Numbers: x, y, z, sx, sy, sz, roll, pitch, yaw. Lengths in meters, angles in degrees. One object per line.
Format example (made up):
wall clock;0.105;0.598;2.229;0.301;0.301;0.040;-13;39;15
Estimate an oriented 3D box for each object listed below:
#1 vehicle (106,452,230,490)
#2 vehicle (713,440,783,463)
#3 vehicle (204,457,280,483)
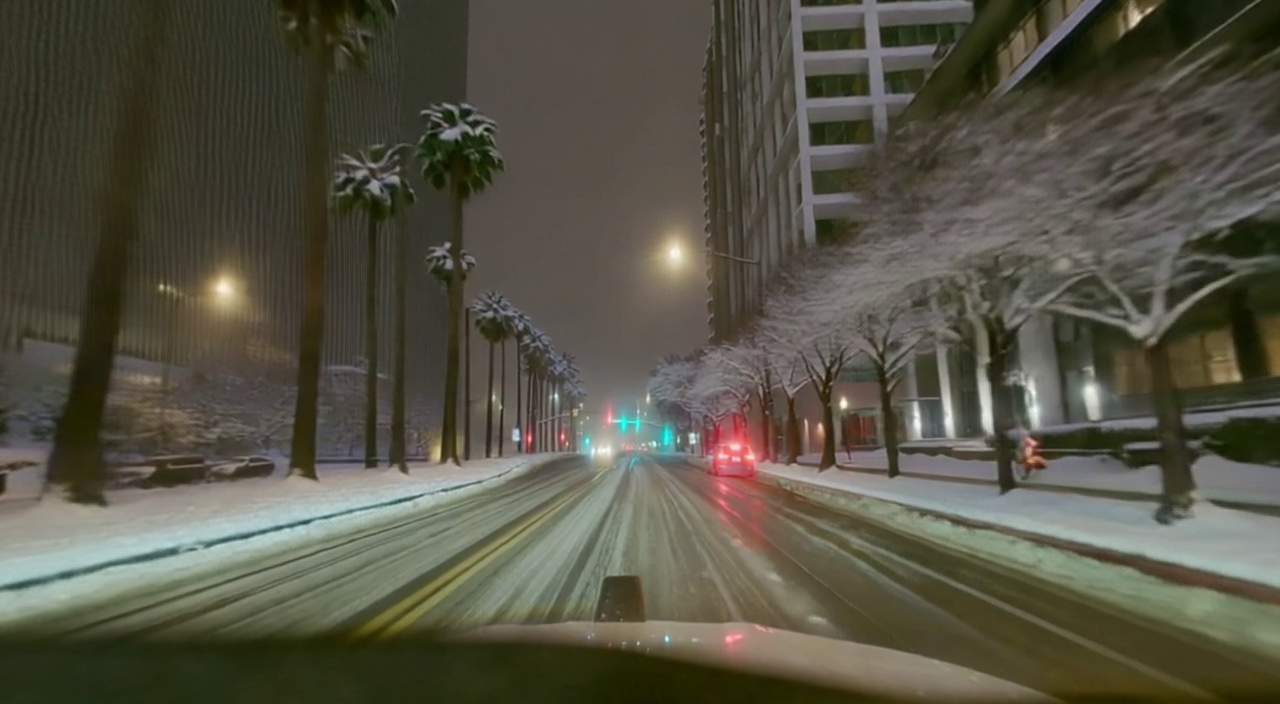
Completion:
vehicle;-24.624;6.192;33.360;2.062;1.765;5.897;0;-9;-1
vehicle;8.210;7.639;48.399;4.871;1.708;2.144;0;-9;-2
vehicle;-24.237;7.183;38.693;1.751;1.424;4.506;0;-9;-1
